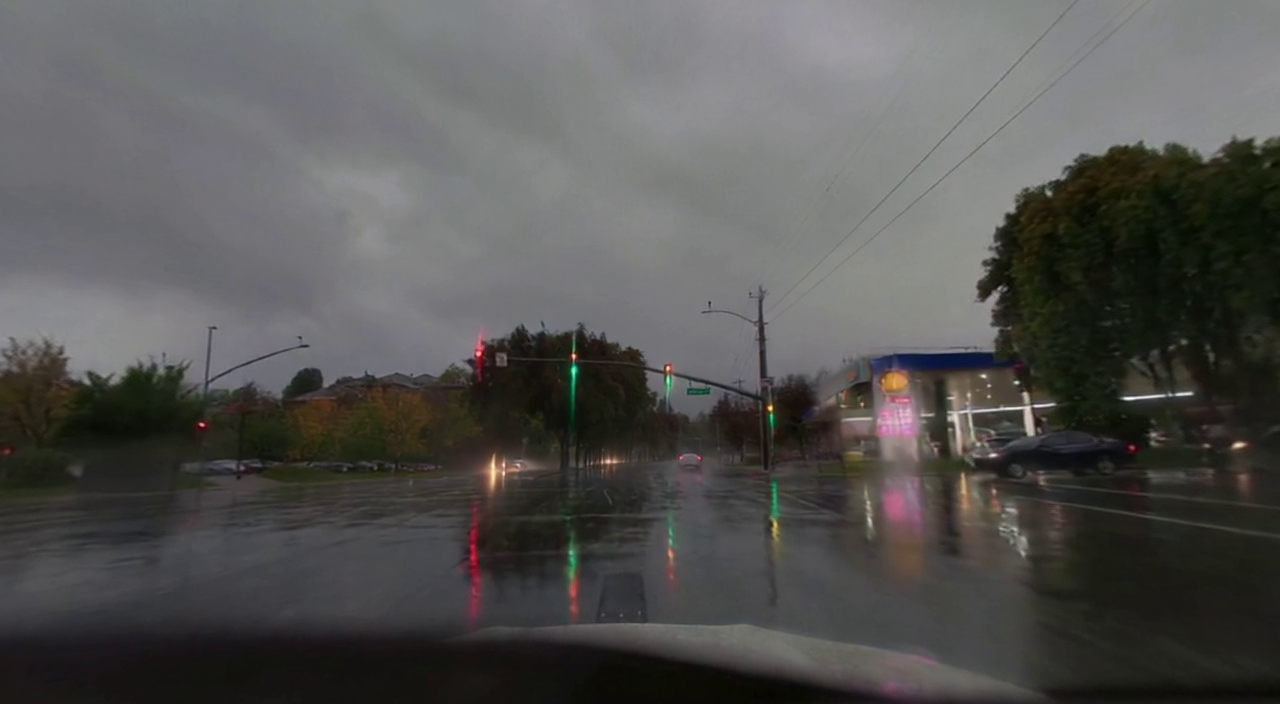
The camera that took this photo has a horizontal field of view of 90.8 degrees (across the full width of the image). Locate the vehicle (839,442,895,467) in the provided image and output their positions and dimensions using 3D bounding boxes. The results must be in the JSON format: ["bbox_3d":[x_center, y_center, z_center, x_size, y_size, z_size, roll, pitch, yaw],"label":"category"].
[{"bbox_3d":[17.720,7.971,49.154,4.601,1.766,2.015,7,-14,-42],"label":"vehicle"}]

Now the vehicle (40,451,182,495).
[{"bbox_3d":[-33.289,7.596,39.926,6.708,2.544,2.452,-1,-9,1],"label":"vehicle"}]

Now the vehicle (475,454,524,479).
[{"bbox_3d":[-9.191,7.553,41.767,2.023,1.498,4.605,-1,-9,3],"label":"vehicle"}]

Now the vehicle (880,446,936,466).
[{"bbox_3d":[20.049,7.776,47.196,4.553,1.371,2.019,9,-15,-42],"label":"vehicle"}]

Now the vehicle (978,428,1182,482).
[{"bbox_3d":[13.211,3.127,19.219,4.605,1.497,2.061,-1,-9,0],"label":"vehicle"}]

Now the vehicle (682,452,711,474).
[{"bbox_3d":[4.205,8.320,47.586,1.908,1.492,3.977,-1,-9,2],"label":"vehicle"}]

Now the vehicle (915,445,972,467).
[{"bbox_3d":[21.853,7.432,45.414,4.329,1.461,1.873,6,-11,-38],"label":"vehicle"}]
